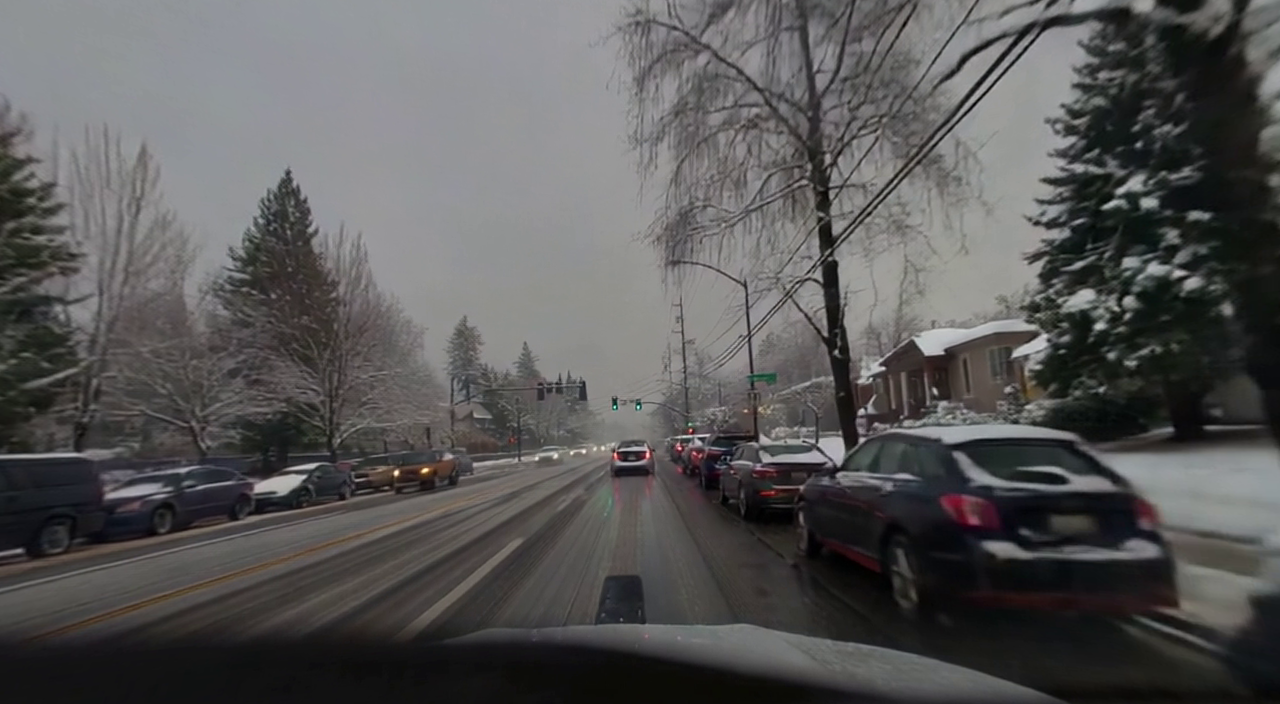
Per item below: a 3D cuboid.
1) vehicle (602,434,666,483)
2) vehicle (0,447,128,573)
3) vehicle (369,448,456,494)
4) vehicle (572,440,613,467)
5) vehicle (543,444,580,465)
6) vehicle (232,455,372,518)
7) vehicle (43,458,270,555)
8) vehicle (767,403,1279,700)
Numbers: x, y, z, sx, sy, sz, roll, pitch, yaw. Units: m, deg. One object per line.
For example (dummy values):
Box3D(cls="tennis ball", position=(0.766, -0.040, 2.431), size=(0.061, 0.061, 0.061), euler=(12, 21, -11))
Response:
Box3D(cls="vehicle", position=(-0.166, 3.716, 22.361), size=(2.041, 1.575, 4.304), euler=(0, -8, 0))
Box3D(cls="vehicle", position=(-12.125, 2.809, 10.485), size=(2.249, 2.093, 6.297), euler=(-6, -7, -2))
Box3D(cls="vehicle", position=(-8.994, 4.703, 25.425), size=(1.918, 1.648, 4.163), euler=(0, -8, 0))
Box3D(cls="vehicle", position=(-2.831, 6.101, 38.330), size=(2.117, 1.528, 4.277), euler=(0, -8, 0))
Box3D(cls="vehicle", position=(-5.796, 7.611, 47.052), size=(1.987, 1.478, 4.693), euler=(0, -8, 2))
Box3D(cls="vehicle", position=(-12.032, 4.756, 22.991), size=(2.076, 1.600, 5.382), euler=(-8, -8, 0))
Box3D(cls="vehicle", position=(-12.226, 3.863, 16.599), size=(1.979, 1.815, 5.139), euler=(-5, -8, 0))
Box3D(cls="vehicle", position=(2.647, 1.383, 5.720), size=(2.079, 1.552, 4.642), euler=(0, -8, 1))
